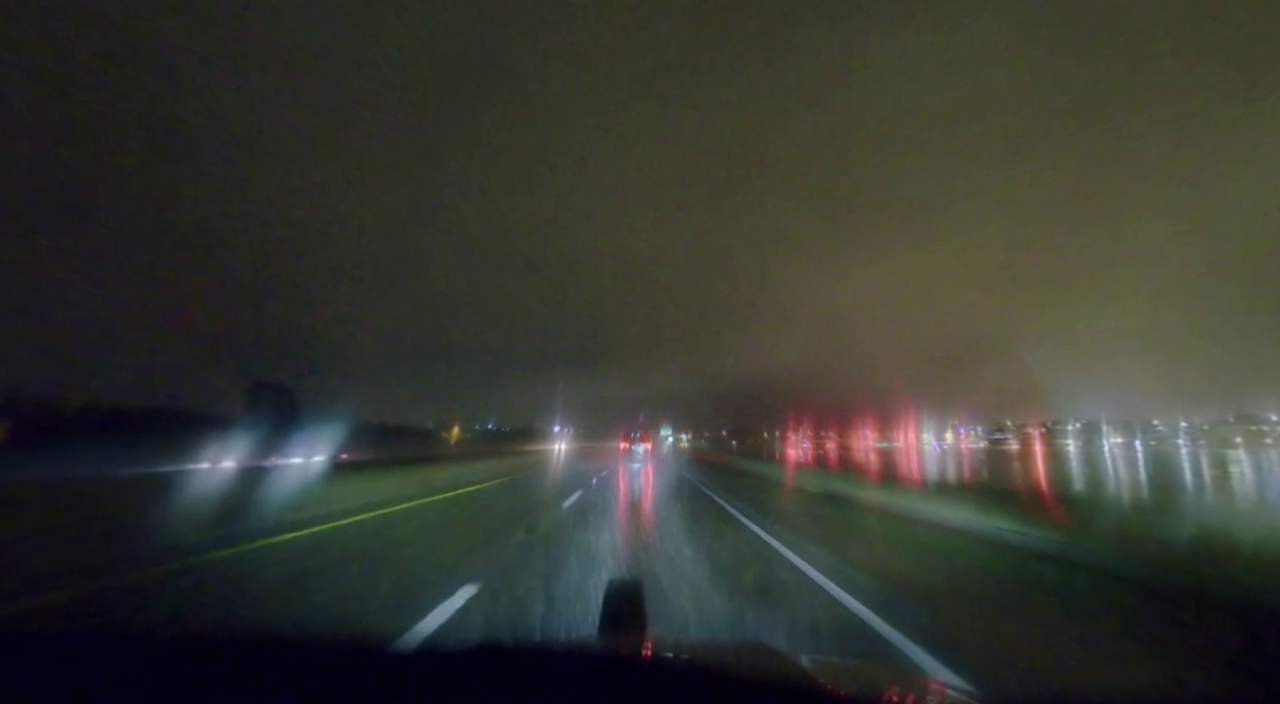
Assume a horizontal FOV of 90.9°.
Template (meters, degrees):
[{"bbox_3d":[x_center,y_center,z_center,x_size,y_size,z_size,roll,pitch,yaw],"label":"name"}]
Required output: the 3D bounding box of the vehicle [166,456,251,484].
[{"bbox_3d":[-26.049,7.108,38.302,1.907,1.478,4.642,0,-9,0],"label":"vehicle"}]

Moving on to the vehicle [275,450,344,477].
[{"bbox_3d":[-22.131,7.454,42.457,2.094,1.612,4.613,0,-9,1],"label":"vehicle"}]
